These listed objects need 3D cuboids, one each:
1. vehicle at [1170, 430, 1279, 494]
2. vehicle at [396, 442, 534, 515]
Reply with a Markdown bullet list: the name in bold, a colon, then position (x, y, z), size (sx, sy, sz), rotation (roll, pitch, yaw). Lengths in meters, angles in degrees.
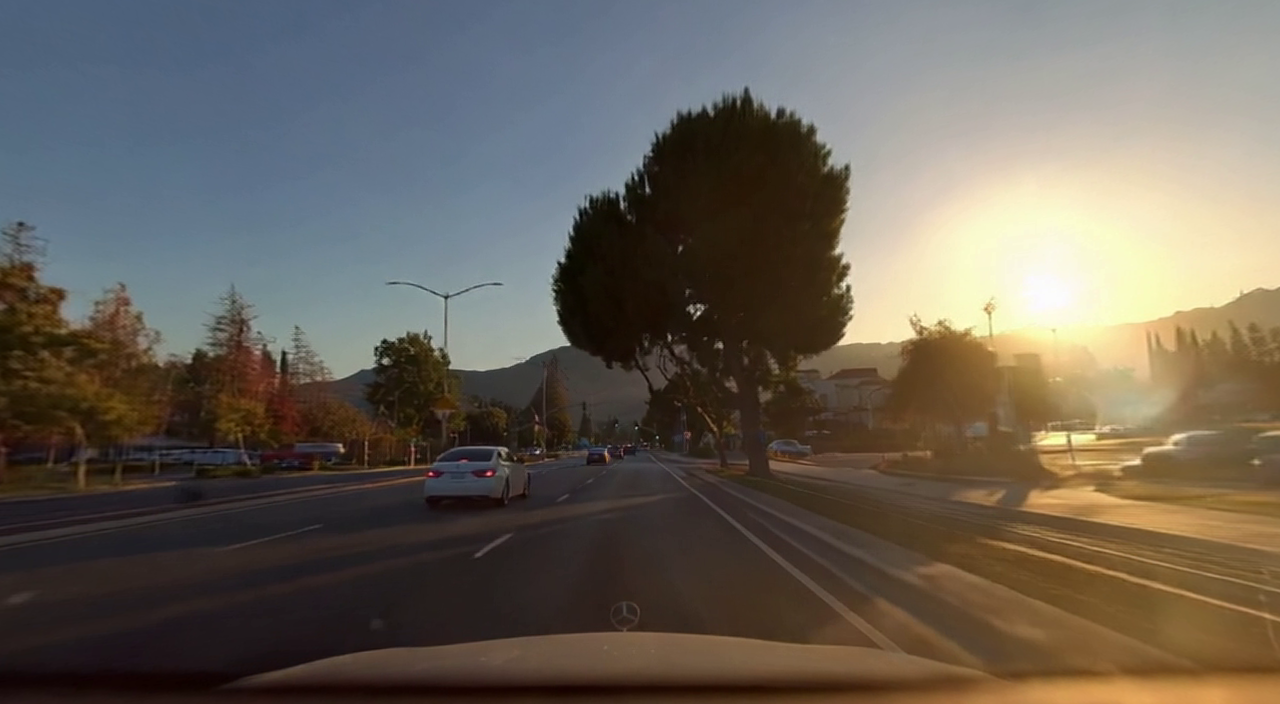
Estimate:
- **vehicle**: position (16.201, 2.668, 15.531), size (4.429, 1.459, 1.967), rotation (-1, -9, 2)
- **vehicle**: position (-3.936, 2.919, 15.138), size (2.003, 1.454, 4.484), rotation (0, -9, 0)
